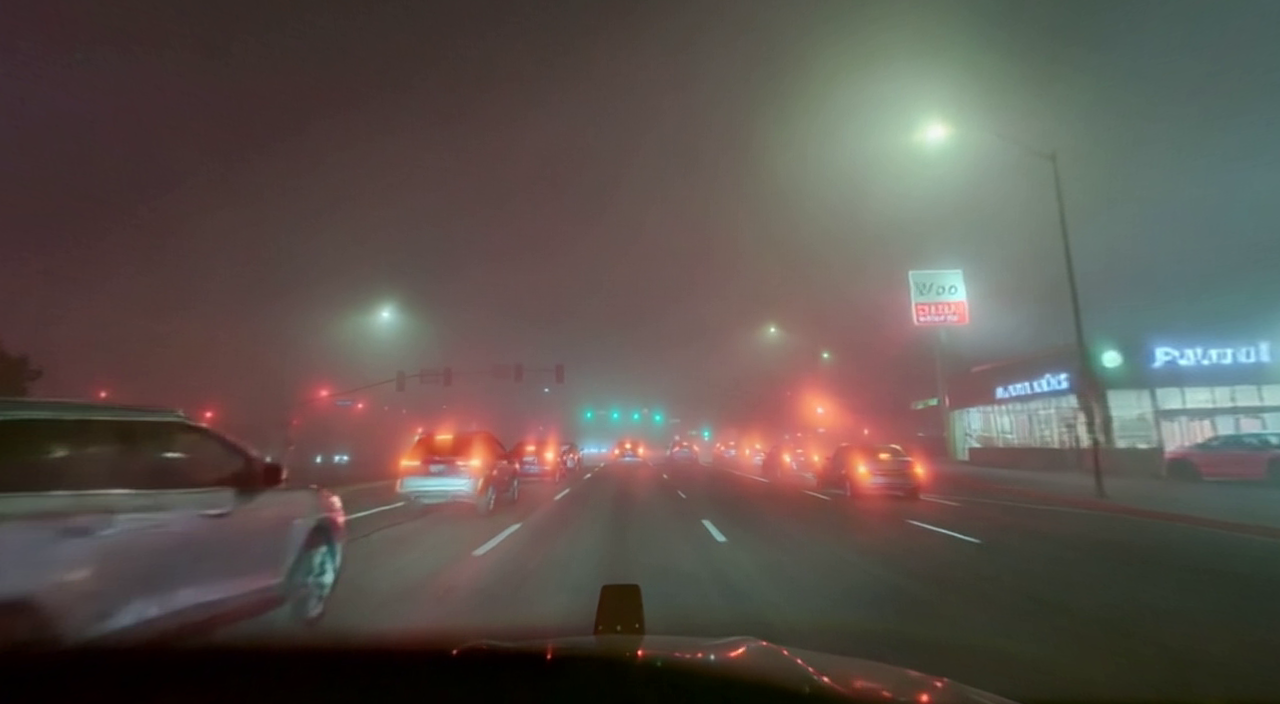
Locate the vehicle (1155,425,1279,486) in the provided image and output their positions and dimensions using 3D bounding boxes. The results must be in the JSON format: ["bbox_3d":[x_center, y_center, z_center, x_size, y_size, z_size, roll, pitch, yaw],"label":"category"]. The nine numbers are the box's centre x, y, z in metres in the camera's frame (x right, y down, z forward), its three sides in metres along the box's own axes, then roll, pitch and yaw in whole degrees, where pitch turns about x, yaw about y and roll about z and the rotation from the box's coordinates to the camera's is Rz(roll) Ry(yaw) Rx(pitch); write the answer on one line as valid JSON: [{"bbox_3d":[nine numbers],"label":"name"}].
[{"bbox_3d":[16.406,2.684,16.531,1.819,1.457,4.680,0,-8,-1],"label":"vehicle"}]

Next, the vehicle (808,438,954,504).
[{"bbox_3d":[6.003,2.998,16.415,2.017,1.453,4.497,0,-8,0],"label":"vehicle"}]

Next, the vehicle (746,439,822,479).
[{"bbox_3d":[5.879,4.422,26.392,1.969,1.502,4.663,0,-8,-2],"label":"vehicle"}]

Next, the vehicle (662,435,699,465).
[{"bbox_3d":[2.557,6.333,40.933,2.018,1.779,4.338,0,-8,-2],"label":"vehicle"}]

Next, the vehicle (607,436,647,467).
[{"bbox_3d":[-0.773,5.944,37.963,2.261,1.741,4.255,0,-8,-1],"label":"vehicle"}]

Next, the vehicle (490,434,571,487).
[{"bbox_3d":[-3.631,3.681,21.783,2.063,1.625,4.290,0,-8,-1],"label":"vehicle"}]

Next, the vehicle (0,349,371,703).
[{"bbox_3d":[-3.428,0.962,3.257,2.143,1.643,4.336,0,-8,0],"label":"vehicle"}]

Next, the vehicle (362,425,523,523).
[{"bbox_3d":[-3.705,2.360,12.709,1.934,1.624,3.964,0,-8,0],"label":"vehicle"}]
